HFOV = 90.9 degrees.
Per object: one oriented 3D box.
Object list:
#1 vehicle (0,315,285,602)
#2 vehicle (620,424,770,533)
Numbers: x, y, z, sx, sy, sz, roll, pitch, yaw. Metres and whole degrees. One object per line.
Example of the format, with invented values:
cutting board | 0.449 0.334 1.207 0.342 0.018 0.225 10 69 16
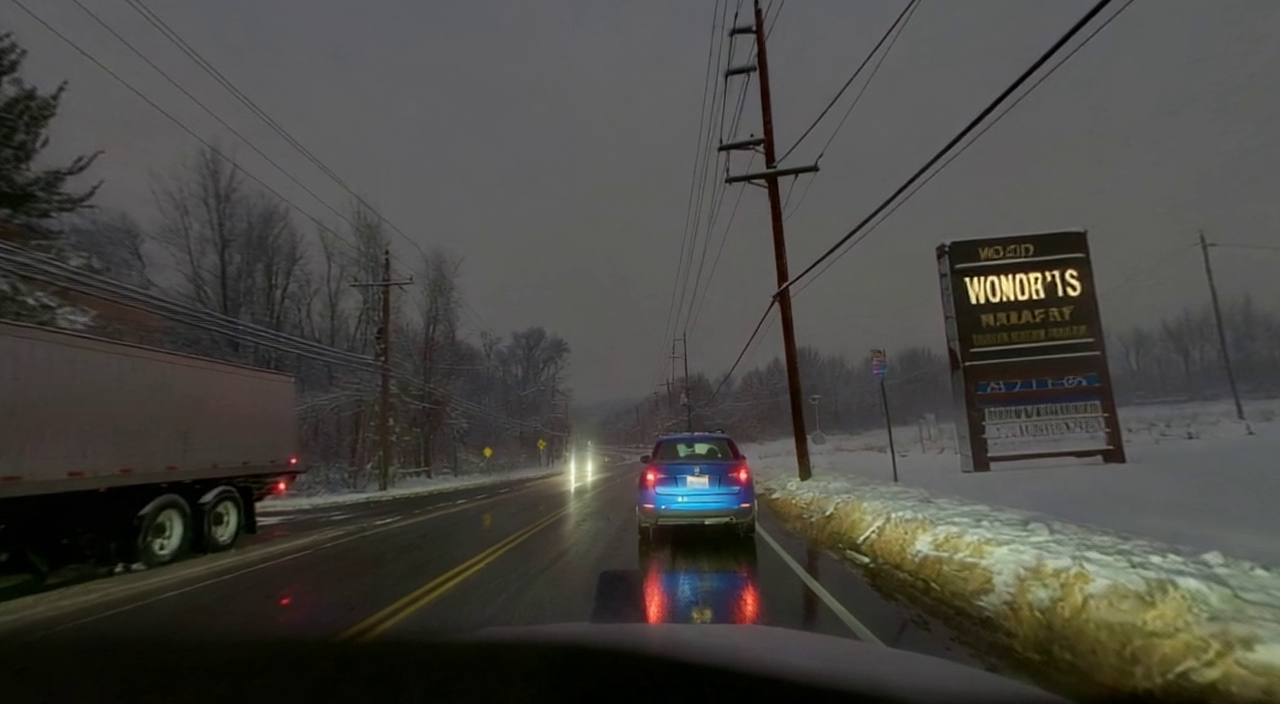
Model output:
vehicle | -8.498 1.352 7.463 3.395 3.071 7.634 -7 -6 7
vehicle | 0.794 2.050 10.740 2.081 1.503 3.726 0 -8 1
